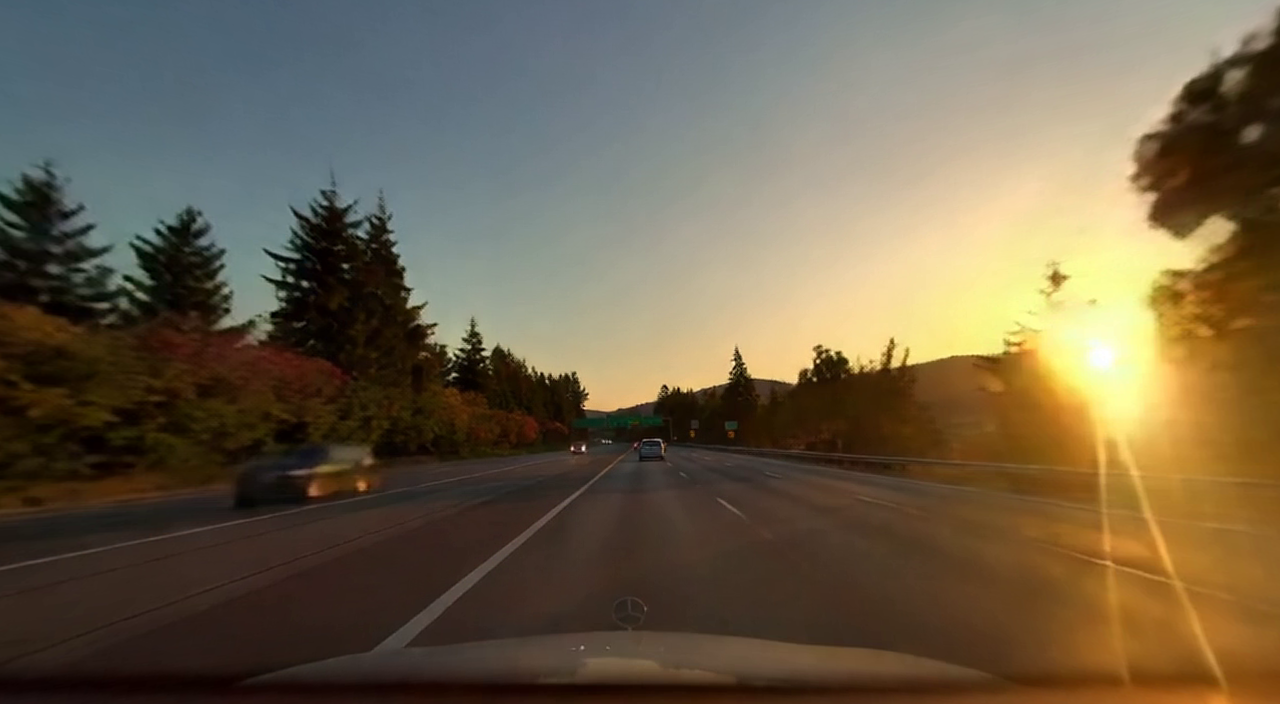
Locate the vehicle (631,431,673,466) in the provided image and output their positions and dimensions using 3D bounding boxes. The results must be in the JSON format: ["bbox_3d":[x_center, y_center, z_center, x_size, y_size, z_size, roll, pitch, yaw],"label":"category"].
[{"bbox_3d":[0.698,5.677,37.218,2.301,1.944,4.554,0,-8,1],"label":"vehicle"}]

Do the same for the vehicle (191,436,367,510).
[{"bbox_3d":[-8.442,2.821,15.220,1.863,1.529,4.010,0,-8,0],"label":"vehicle"}]
